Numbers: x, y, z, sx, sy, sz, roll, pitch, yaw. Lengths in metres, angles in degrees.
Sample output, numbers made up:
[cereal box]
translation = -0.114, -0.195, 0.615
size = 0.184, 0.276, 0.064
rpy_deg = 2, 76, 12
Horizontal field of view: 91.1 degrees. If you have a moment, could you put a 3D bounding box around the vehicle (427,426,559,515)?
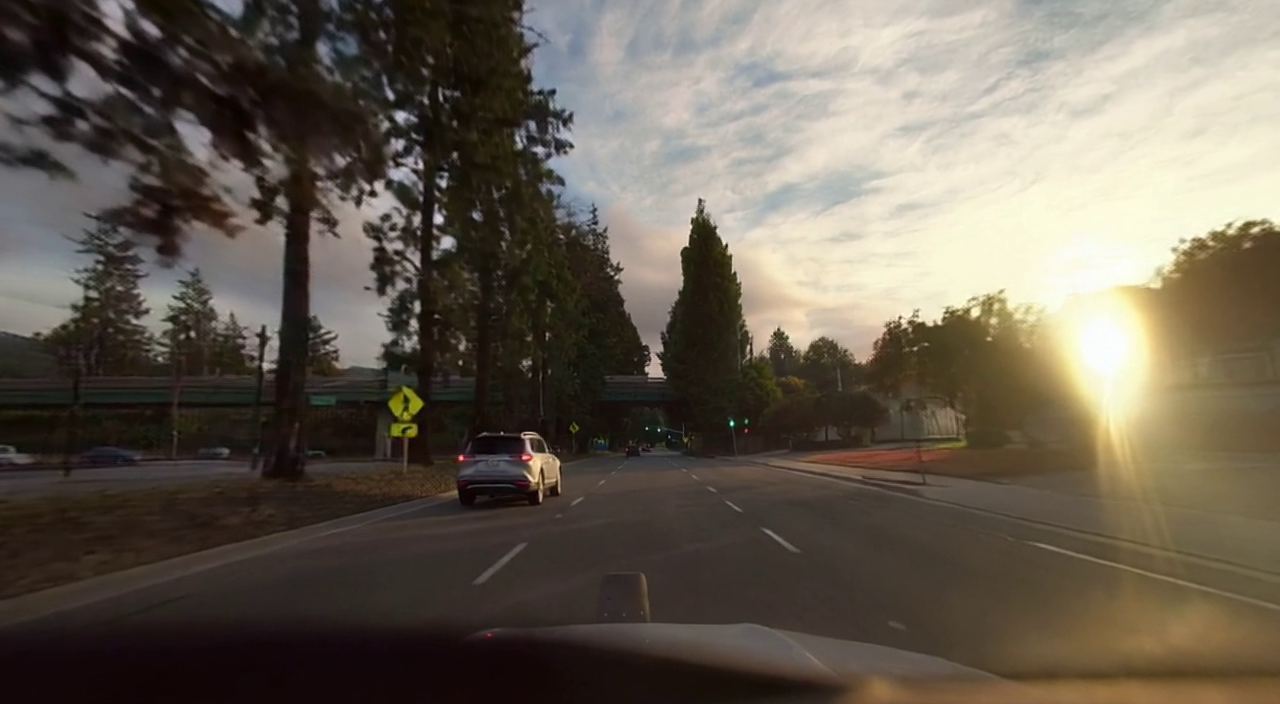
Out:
[vehicle]
translation = -3.131, 2.618, 14.362
size = 1.882, 1.704, 4.335
rpy_deg = 0, -9, 1
